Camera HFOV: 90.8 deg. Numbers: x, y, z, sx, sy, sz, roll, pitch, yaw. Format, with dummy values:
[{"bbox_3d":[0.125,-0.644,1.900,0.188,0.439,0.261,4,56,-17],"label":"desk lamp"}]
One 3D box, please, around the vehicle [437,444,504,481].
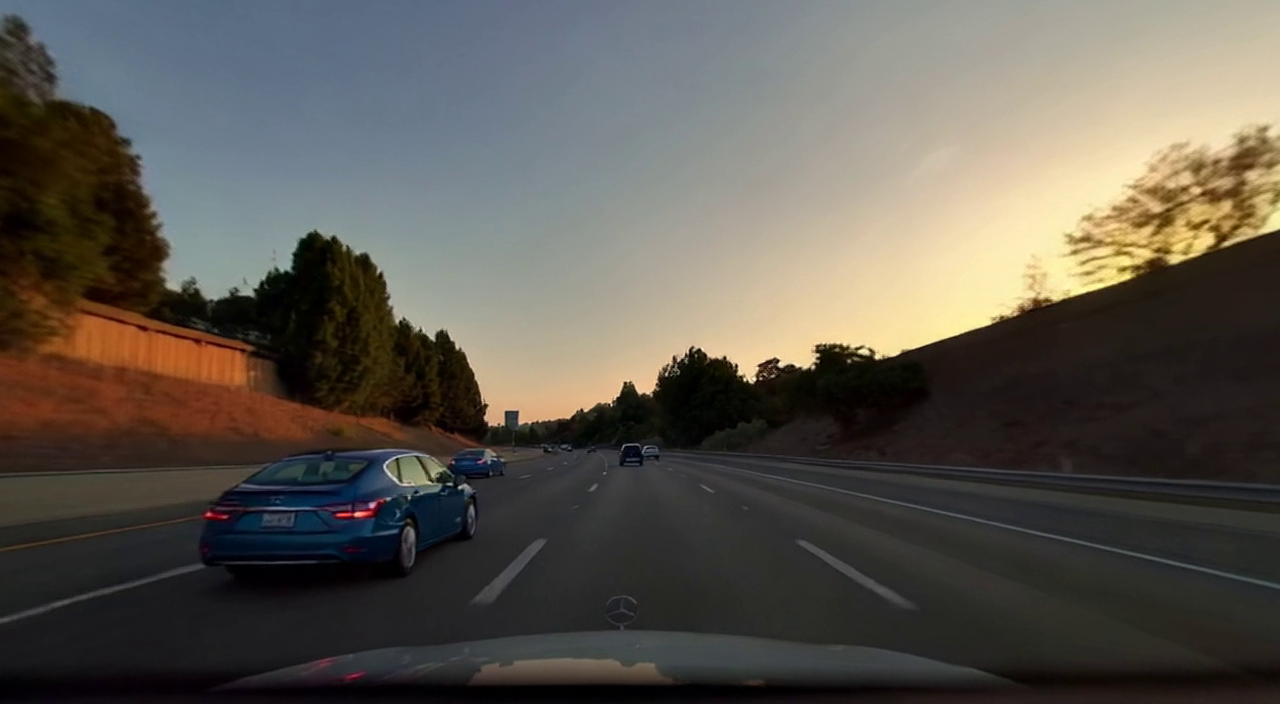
[{"bbox_3d":[-7.423,4.855,28.022,1.915,1.479,3.843,0,-8,-1],"label":"vehicle"}]
